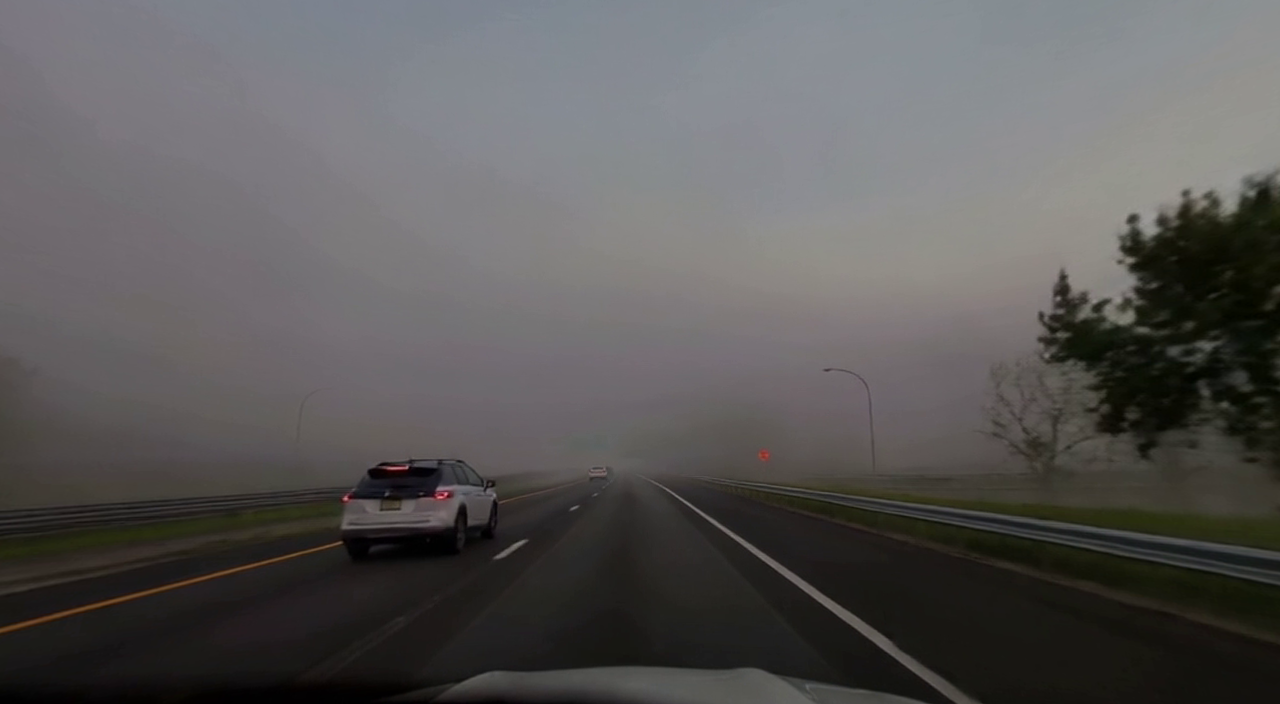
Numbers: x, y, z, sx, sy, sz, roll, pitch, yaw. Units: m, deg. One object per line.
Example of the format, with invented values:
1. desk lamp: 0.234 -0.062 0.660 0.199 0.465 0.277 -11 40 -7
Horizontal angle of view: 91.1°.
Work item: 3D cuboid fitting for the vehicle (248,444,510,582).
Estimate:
1. vehicle: -3.360 2.187 9.165 2.001 1.486 4.104 1 -10 0
